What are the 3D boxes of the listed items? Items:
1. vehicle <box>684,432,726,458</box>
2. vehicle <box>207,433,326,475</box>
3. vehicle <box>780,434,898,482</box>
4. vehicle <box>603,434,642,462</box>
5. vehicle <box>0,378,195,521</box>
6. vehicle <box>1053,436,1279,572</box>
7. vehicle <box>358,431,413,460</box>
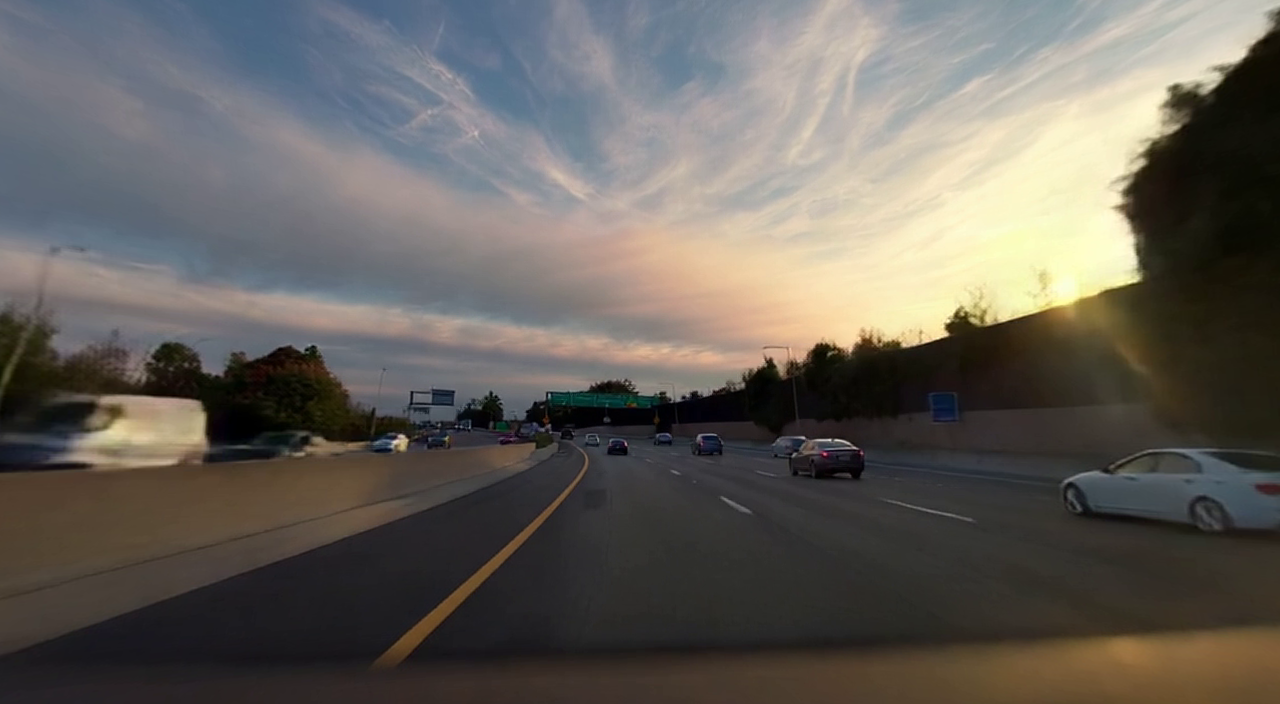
[{"bbox_3d":[4.301,6.247,42.558,2.094,1.652,3.955,1,-8,-5],"label":"vehicle"},{"bbox_3d":[-14.598,4.011,25.105,1.817,1.469,4.981,0,-8,-2],"label":"vehicle"},{"bbox_3d":[6.745,3.651,22.119,2.196,1.494,4.735,1,-8,-6],"label":"vehicle"},{"bbox_3d":[-1.064,5.501,36.238,2.090,1.510,4.280,1,-8,-4],"label":"vehicle"},{"bbox_3d":[-9.784,1.578,10.312,2.064,1.918,4.078,0,-8,-1],"label":"vehicle"},{"bbox_3d":[7.548,1.723,7.594,2.042,1.390,4.386,0,-8,-3],"label":"vehicle"},{"bbox_3d":[-15.634,5.779,39.010,1.912,1.685,3.901,1,-8,-4],"label":"vehicle"}]
